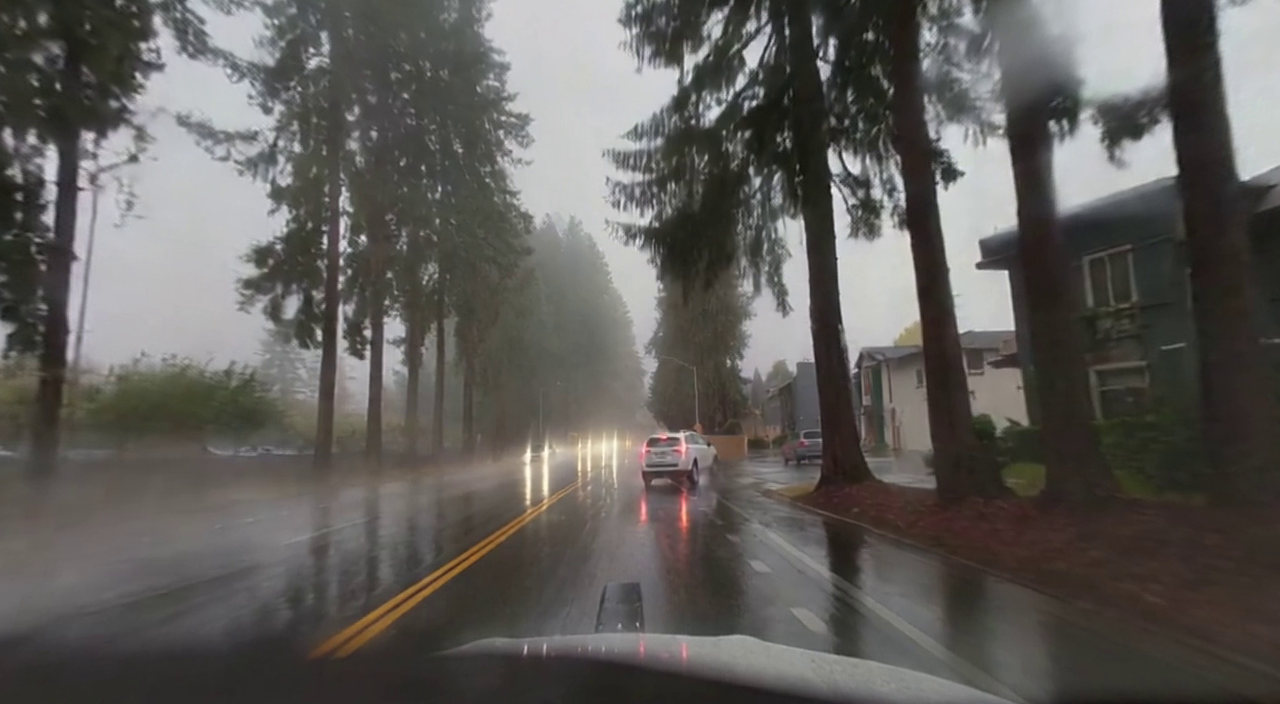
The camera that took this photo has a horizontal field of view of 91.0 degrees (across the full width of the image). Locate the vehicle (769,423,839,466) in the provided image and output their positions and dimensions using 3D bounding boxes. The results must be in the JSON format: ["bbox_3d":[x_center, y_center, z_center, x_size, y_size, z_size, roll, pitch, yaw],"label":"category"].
[{"bbox_3d":[8.226,4.742,32.055,2.007,1.803,4.835,-6,-9,-2],"label":"vehicle"}]

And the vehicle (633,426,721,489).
[{"bbox_3d":[1.399,3.551,21.466,2.268,1.862,4.724,-2,-9,12],"label":"vehicle"}]

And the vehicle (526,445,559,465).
[{"bbox_3d":[-7.609,8.088,49.640,1.894,1.476,4.429,0,-8,0],"label":"vehicle"}]
